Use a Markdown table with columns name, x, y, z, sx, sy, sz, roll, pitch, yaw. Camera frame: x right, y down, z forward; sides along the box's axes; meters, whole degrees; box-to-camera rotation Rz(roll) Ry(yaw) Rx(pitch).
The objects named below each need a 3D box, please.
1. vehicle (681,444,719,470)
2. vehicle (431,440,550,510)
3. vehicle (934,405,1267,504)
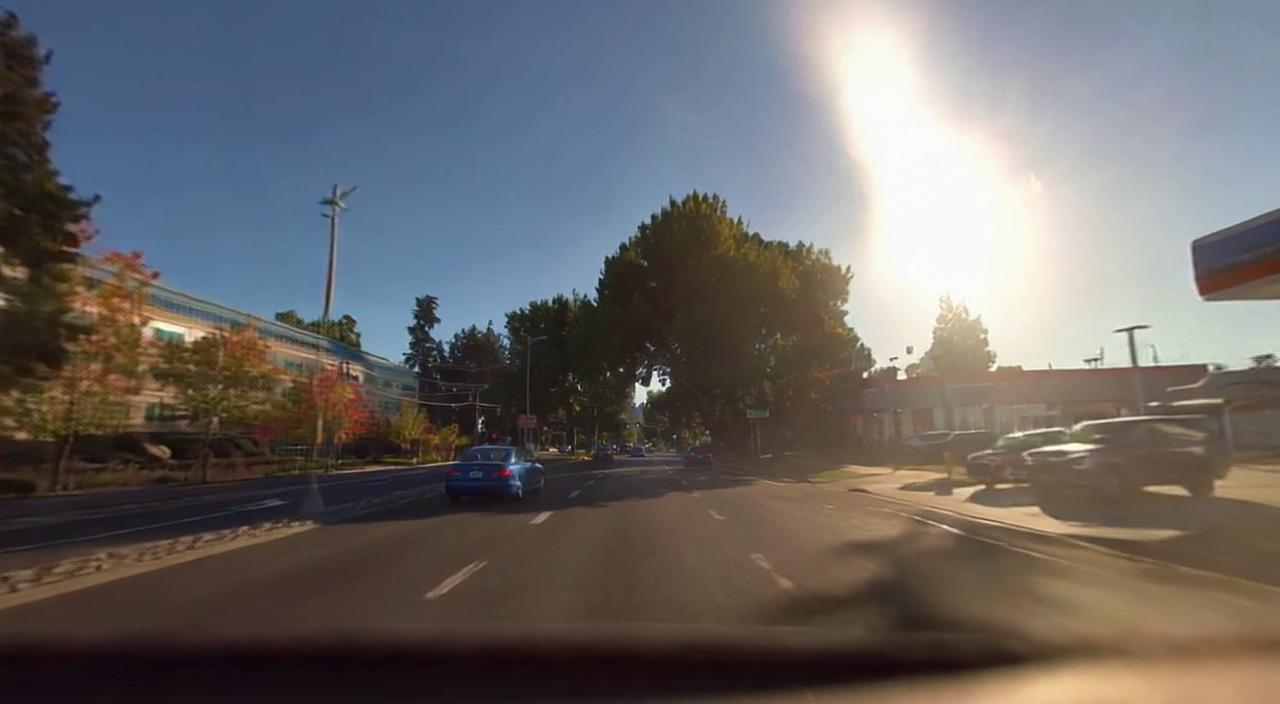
| name | x | y | z | sx | sy | sz | roll | pitch | yaw |
| --- | --- | --- | --- | --- | --- | --- | --- | --- | --- |
| vehicle | 3.615 | 6.366 | 38.387 | 1.883 | 1.465 | 3.975 | 0 | -8 | -1 |
| vehicle | -3.485 | 2.939 | 15.603 | 1.803 | 1.463 | 4.422 | 0 | -8 | 1 |
| vehicle | 10.603 | 2.436 | 15.008 | 5.931 | 1.872 | 2.264 | -3 | -9 | 3 |
